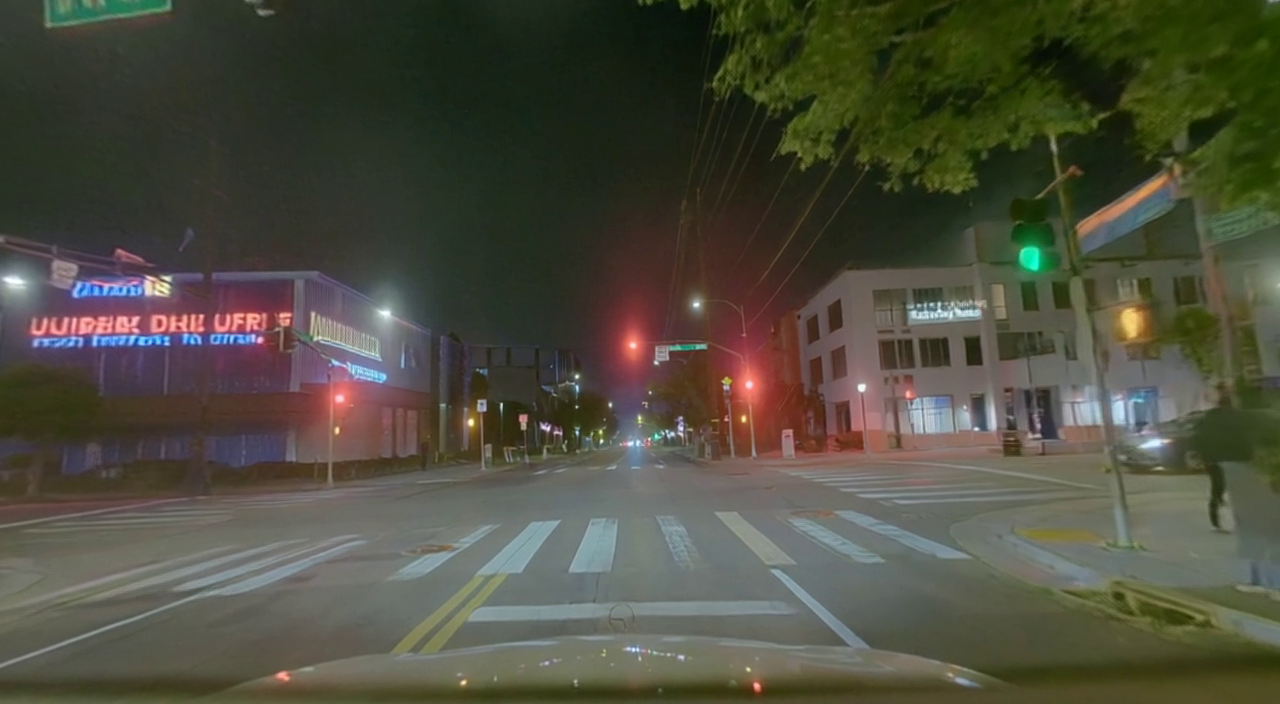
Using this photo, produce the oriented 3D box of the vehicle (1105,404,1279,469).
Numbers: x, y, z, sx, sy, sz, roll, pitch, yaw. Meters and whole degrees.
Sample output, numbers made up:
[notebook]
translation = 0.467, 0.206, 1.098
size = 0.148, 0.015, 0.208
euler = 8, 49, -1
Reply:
[vehicle]
translation = 14.477, 2.077, 15.490
size = 4.632, 1.484, 1.907
euler = 0, -8, -2
